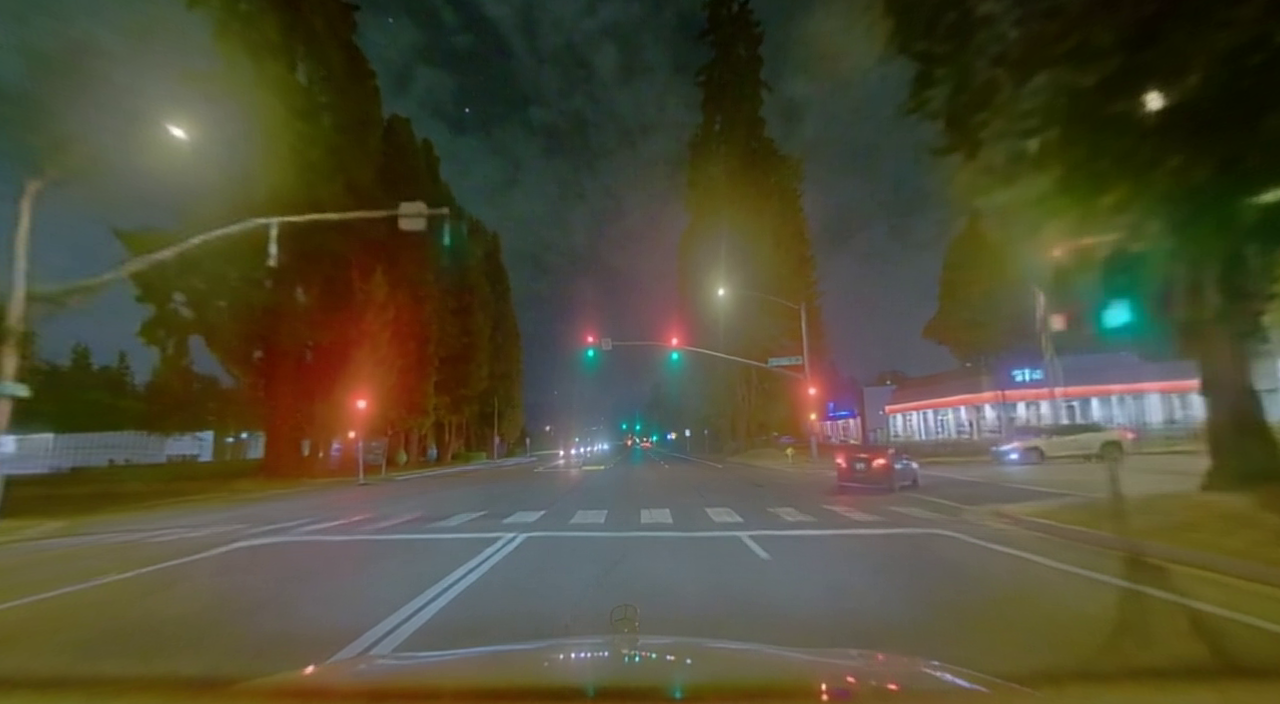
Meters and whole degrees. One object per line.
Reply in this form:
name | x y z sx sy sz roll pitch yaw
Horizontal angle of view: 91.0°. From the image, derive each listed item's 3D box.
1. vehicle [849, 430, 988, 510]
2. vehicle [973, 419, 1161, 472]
vehicle | 6.447 2.549 14.253 2.064 1.470 4.610 -5 -9 33
vehicle | 14.140 3.121 21.103 4.704 1.544 2.112 -1 -8 0
